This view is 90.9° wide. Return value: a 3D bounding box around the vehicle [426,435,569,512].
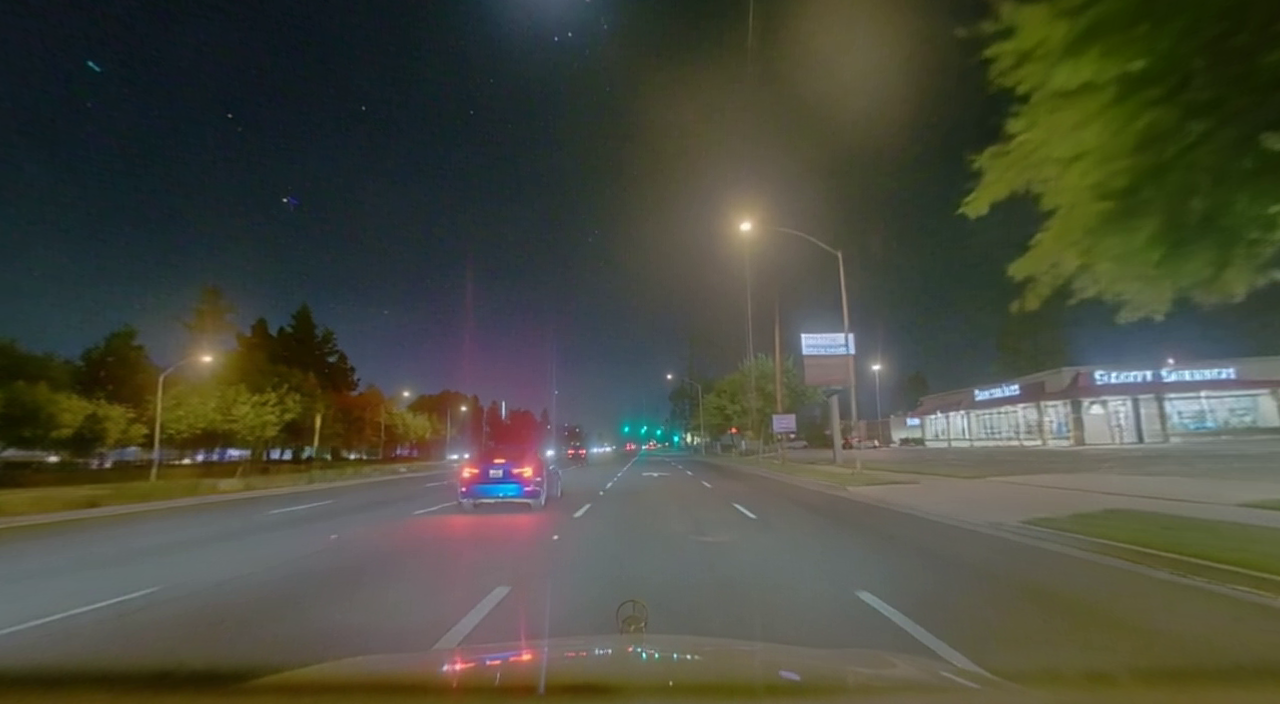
[{"bbox_3d":[-3.031,2.698,14.487,2.152,1.479,4.394,0,-9,1],"label":"vehicle"}]
